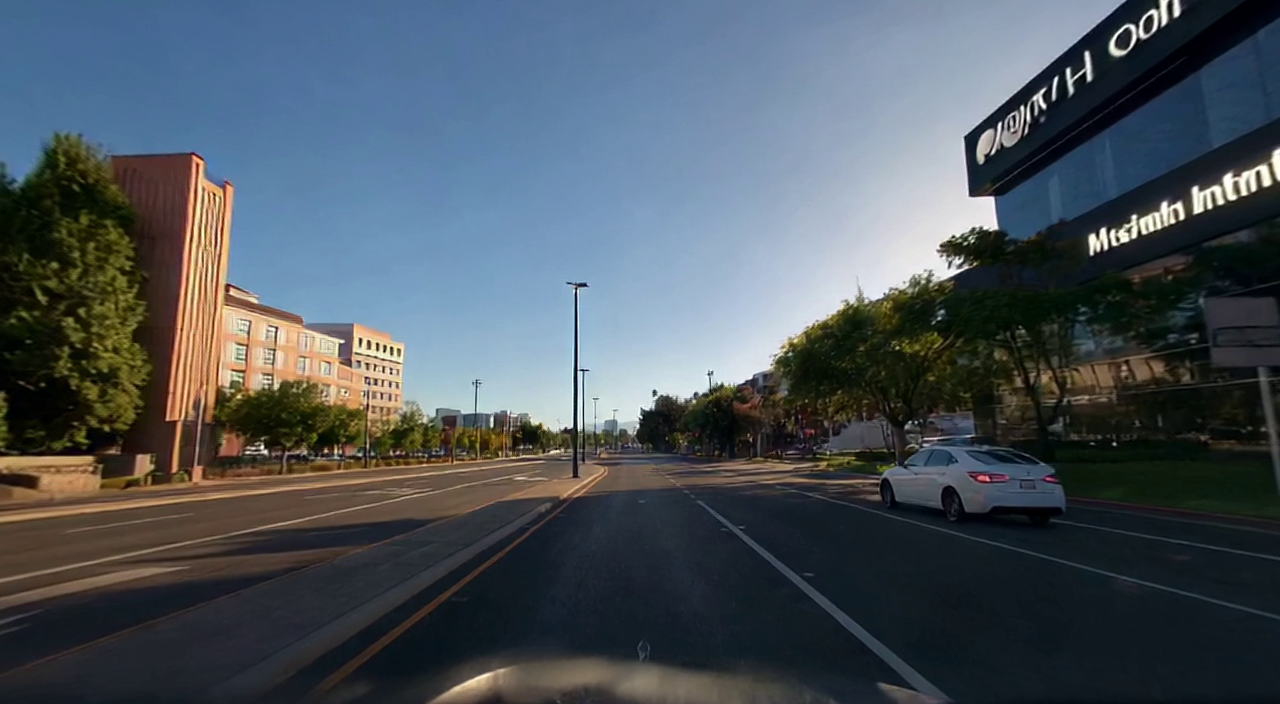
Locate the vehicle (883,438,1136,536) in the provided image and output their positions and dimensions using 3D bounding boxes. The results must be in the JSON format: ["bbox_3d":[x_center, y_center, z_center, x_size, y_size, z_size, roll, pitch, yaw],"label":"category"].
[{"bbox_3d":[6.689,2.456,12.249,1.913,1.504,4.738,0,-8,-2],"label":"vehicle"}]
